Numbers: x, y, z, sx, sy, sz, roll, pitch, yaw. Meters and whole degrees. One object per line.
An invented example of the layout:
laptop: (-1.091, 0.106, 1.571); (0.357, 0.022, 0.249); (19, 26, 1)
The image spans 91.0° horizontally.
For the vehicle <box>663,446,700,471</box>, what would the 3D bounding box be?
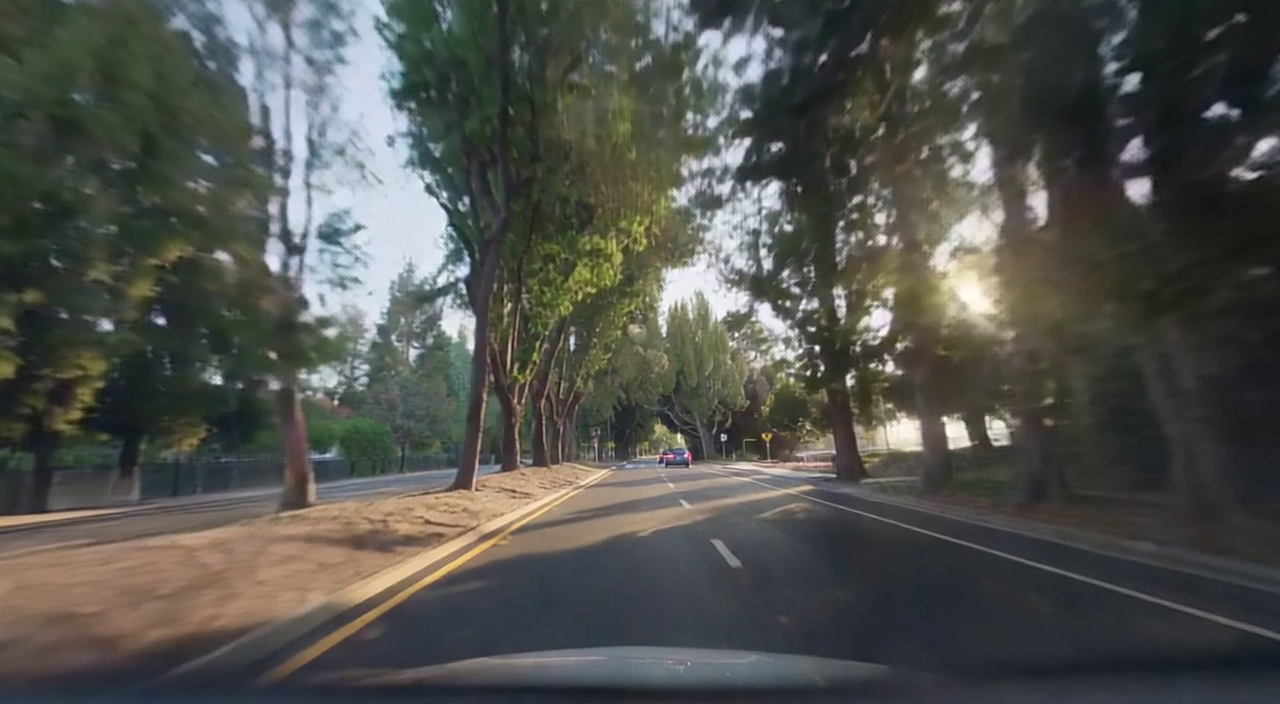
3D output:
vehicle: (2.636, 6.942, 41.260); (2.044, 1.537, 4.528); (0, -9, -1)
